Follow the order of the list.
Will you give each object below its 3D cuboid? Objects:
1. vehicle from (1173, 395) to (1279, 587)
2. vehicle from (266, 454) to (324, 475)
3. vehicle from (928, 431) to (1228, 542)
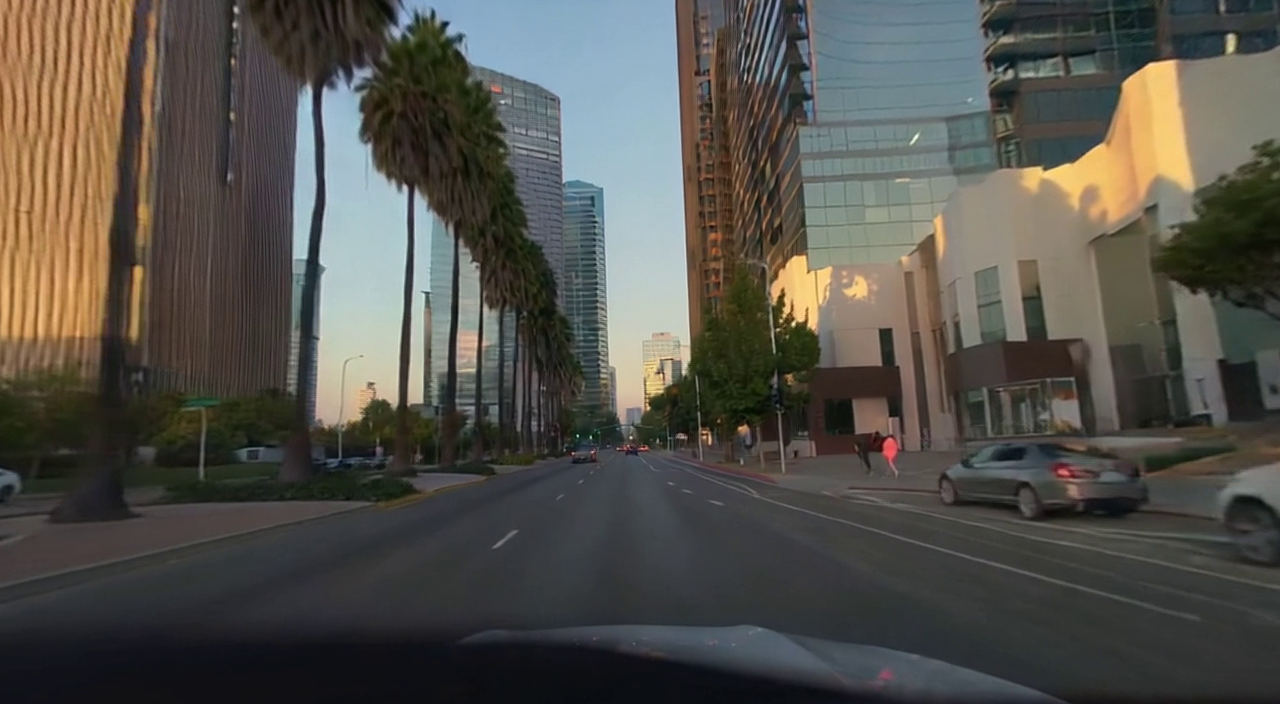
[{"bbox_3d":[6.964,1.085,4.578,2.225,1.727,4.418,0,-9,-1],"label":"vehicle"},{"bbox_3d":[-25.628,8.350,47.081,2.080,1.457,4.424,0,-9,-4],"label":"vehicle"},{"bbox_3d":[7.097,2.204,11.088,1.919,1.499,4.779,0,-9,1],"label":"vehicle"}]
